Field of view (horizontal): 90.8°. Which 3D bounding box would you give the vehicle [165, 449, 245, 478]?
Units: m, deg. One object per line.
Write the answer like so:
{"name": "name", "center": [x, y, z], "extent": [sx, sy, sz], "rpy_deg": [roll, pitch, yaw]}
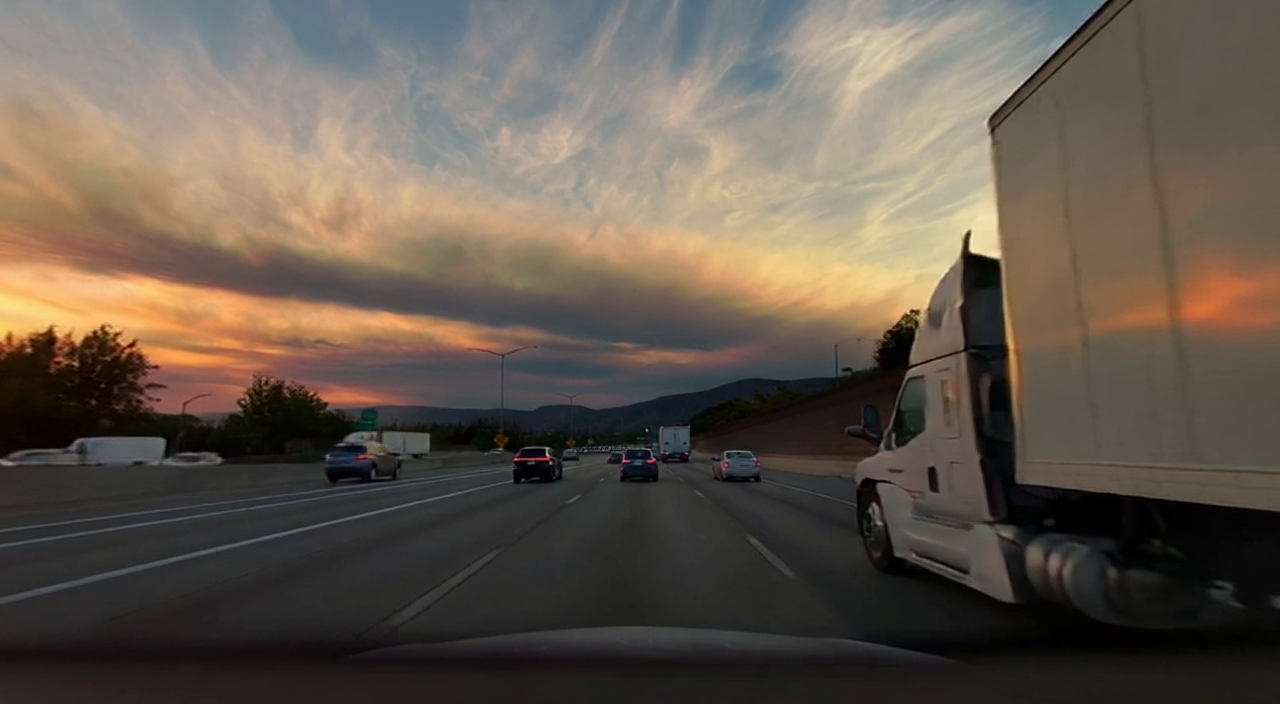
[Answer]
{"name": "vehicle", "center": [-23.328, 5.964, 34.045], "extent": [1.672, 1.455, 3.542], "rpy_deg": [0, -9, 2]}

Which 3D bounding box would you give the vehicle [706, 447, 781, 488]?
{"name": "vehicle", "center": [4.013, 4.563, 25.394], "extent": [2.146, 1.482, 4.665], "rpy_deg": [0, -8, -1]}

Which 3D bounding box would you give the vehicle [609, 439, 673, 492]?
{"name": "vehicle", "center": [0.045, 4.066, 23.036], "extent": [2.103, 1.717, 4.399], "rpy_deg": [0, -9, 0]}

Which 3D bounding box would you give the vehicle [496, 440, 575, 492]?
{"name": "vehicle", "center": [-3.707, 4.139, 23.313], "extent": [1.988, 1.696, 4.754], "rpy_deg": [0, -8, 1]}

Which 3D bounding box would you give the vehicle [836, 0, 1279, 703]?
{"name": "vehicle", "center": [3.726, 0.049, 2.591], "extent": [2.836, 3.508, 8.723], "rpy_deg": [0, -8, -1]}

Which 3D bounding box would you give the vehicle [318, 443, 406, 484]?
{"name": "vehicle", "center": [-12.852, 5.152, 29.527], "extent": [1.946, 1.773, 4.446], "rpy_deg": [0, -9, 2]}

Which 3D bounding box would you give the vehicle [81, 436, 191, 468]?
{"name": "vehicle", "center": [-34.464, 6.842, 43.546], "extent": [2.655, 2.004, 5.875], "rpy_deg": [0, -8, 1]}

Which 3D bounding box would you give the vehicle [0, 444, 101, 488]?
{"name": "vehicle", "center": [-34.607, 6.299, 35.354], "extent": [2.693, 2.275, 6.870], "rpy_deg": [0, -8, 1]}
